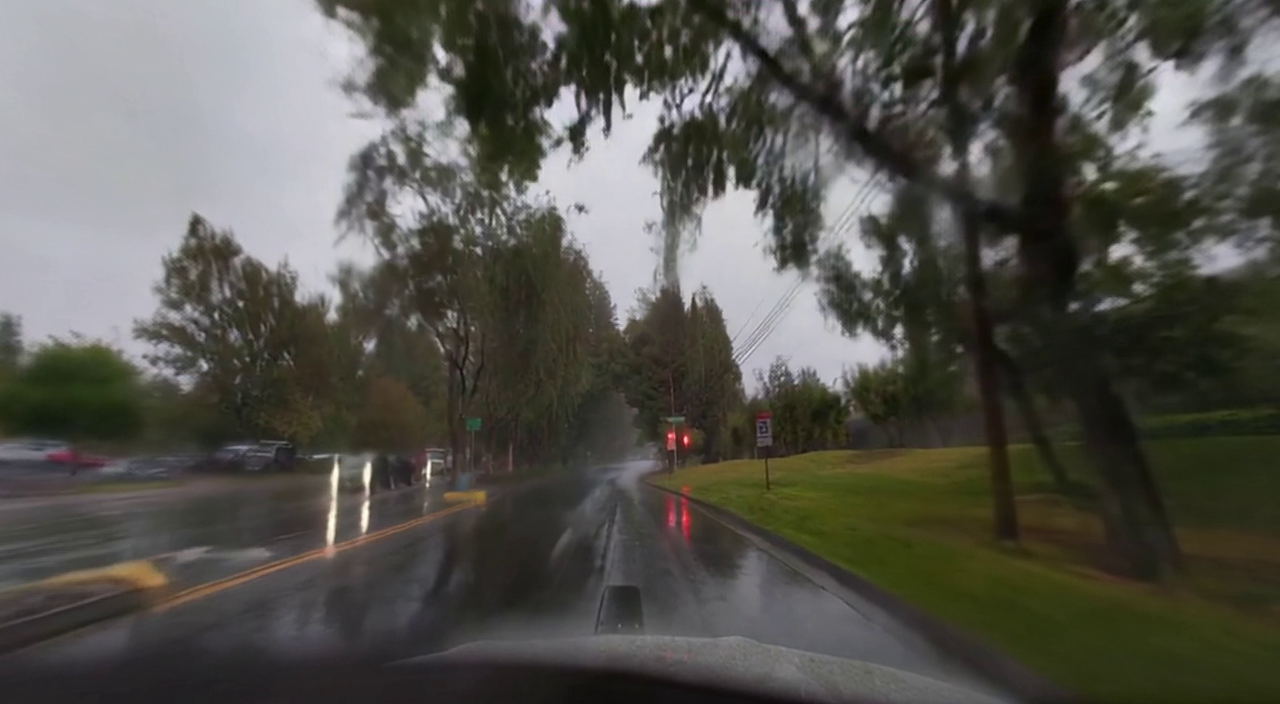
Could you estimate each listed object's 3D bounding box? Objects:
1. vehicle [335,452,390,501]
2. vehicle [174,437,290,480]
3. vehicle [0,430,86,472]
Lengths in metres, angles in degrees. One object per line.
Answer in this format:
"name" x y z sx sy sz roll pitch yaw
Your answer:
"vehicle" -11.329 5.042 25.765 1.861 1.736 4.241 1 -10 -23
"vehicle" -30.897 8.048 47.684 7.249 3.082 2.621 -2 -10 10
"vehicle" -45.572 7.378 47.203 6.459 2.858 2.475 -1 -5 13
